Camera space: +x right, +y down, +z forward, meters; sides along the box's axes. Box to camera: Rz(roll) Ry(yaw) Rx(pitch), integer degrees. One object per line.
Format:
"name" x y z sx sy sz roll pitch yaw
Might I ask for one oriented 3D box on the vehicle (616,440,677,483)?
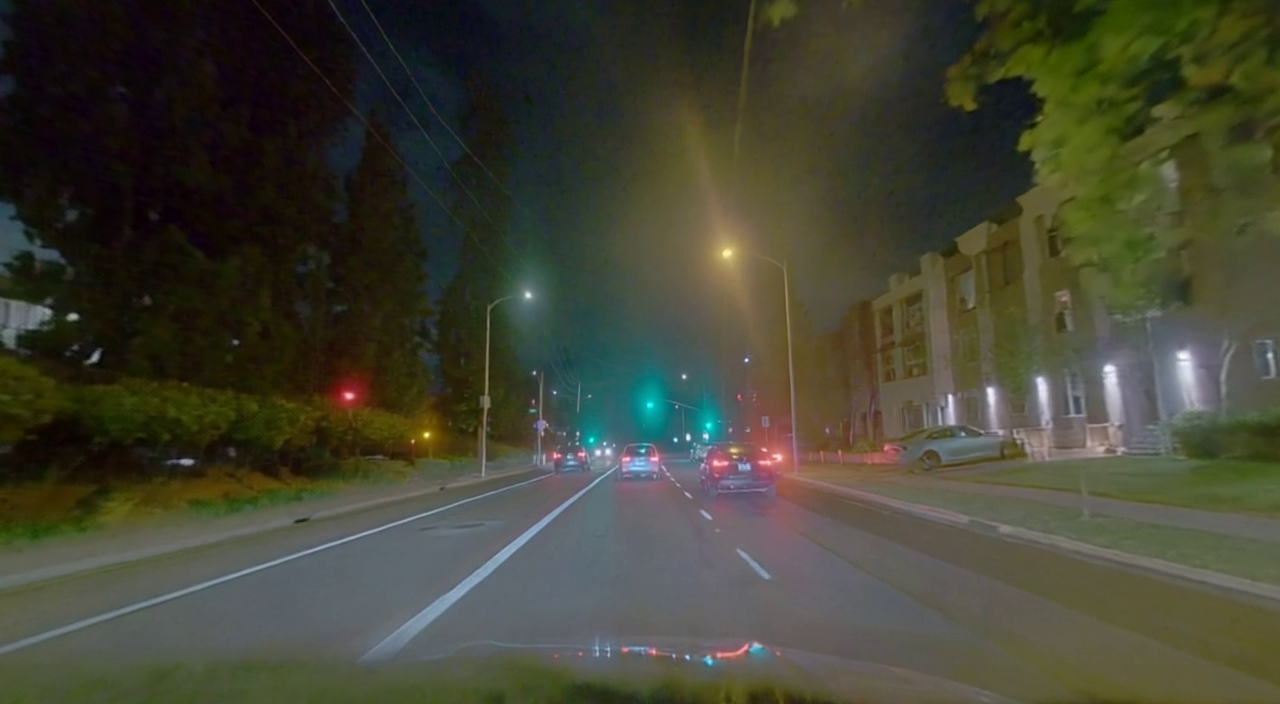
"vehicle" 0.209 4.062 23.744 2.101 1.467 4.210 0 -8 0

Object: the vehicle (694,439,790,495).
"vehicle" 2.964 3.455 19.401 2.158 1.483 4.415 0 -8 -1

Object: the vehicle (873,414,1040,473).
"vehicle" 13.830 4.025 27.855 5.929 1.970 2.381 -5 -8 -2

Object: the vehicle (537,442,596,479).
"vehicle" -3.152 4.766 28.012 2.012 1.505 4.205 0 -8 2
